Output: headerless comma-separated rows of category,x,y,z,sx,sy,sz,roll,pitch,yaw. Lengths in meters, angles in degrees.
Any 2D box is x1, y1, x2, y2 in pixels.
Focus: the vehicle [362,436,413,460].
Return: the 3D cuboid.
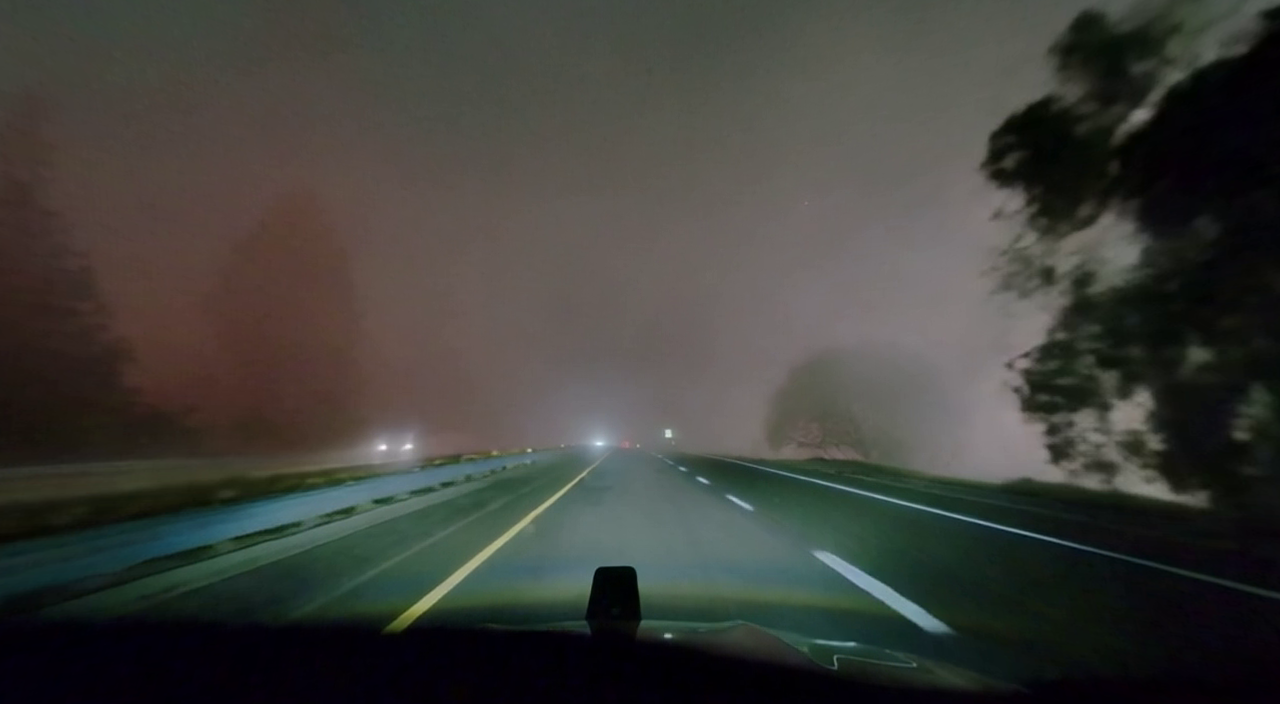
vehicle,-16.973,6.446,42.529,1.846,1.553,3.782,0,-7,0
